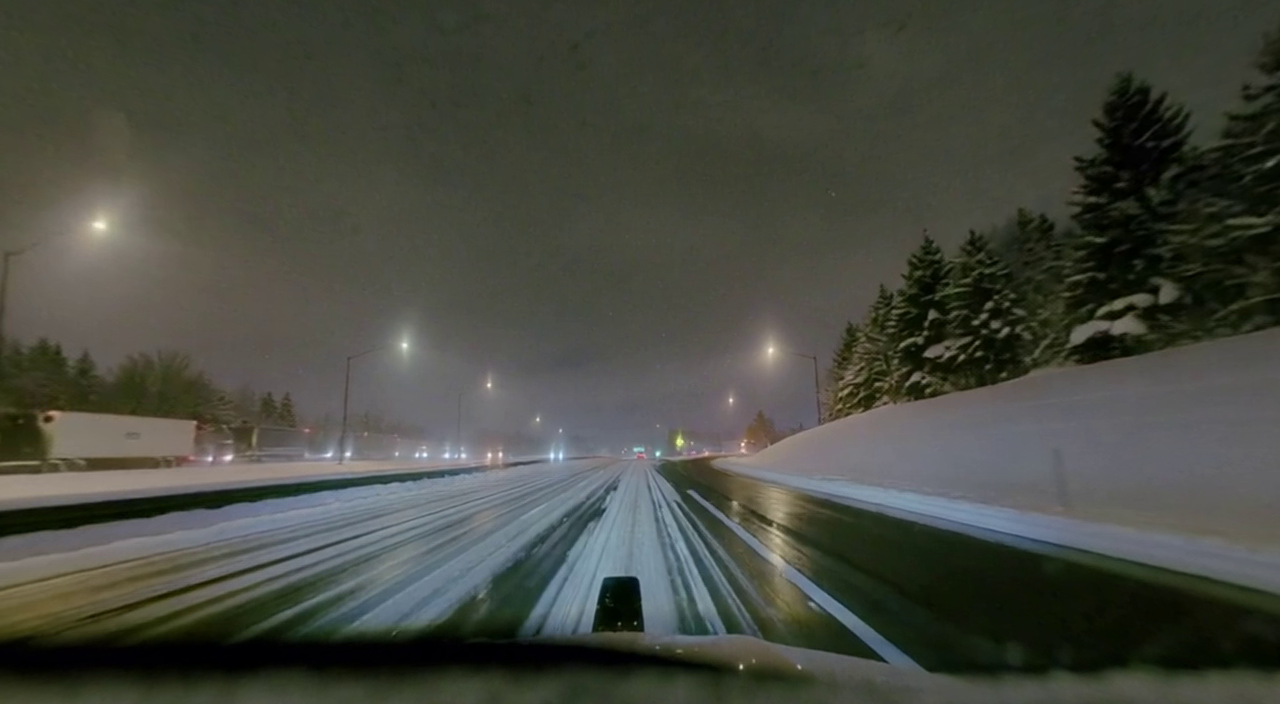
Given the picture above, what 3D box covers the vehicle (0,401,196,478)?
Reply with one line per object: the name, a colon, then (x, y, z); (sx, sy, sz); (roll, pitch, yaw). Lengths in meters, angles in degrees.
vehicle: (-35.623, 5.745, 40.589); (2.873, 4.105, 14.677); (-2, -8, 1)
